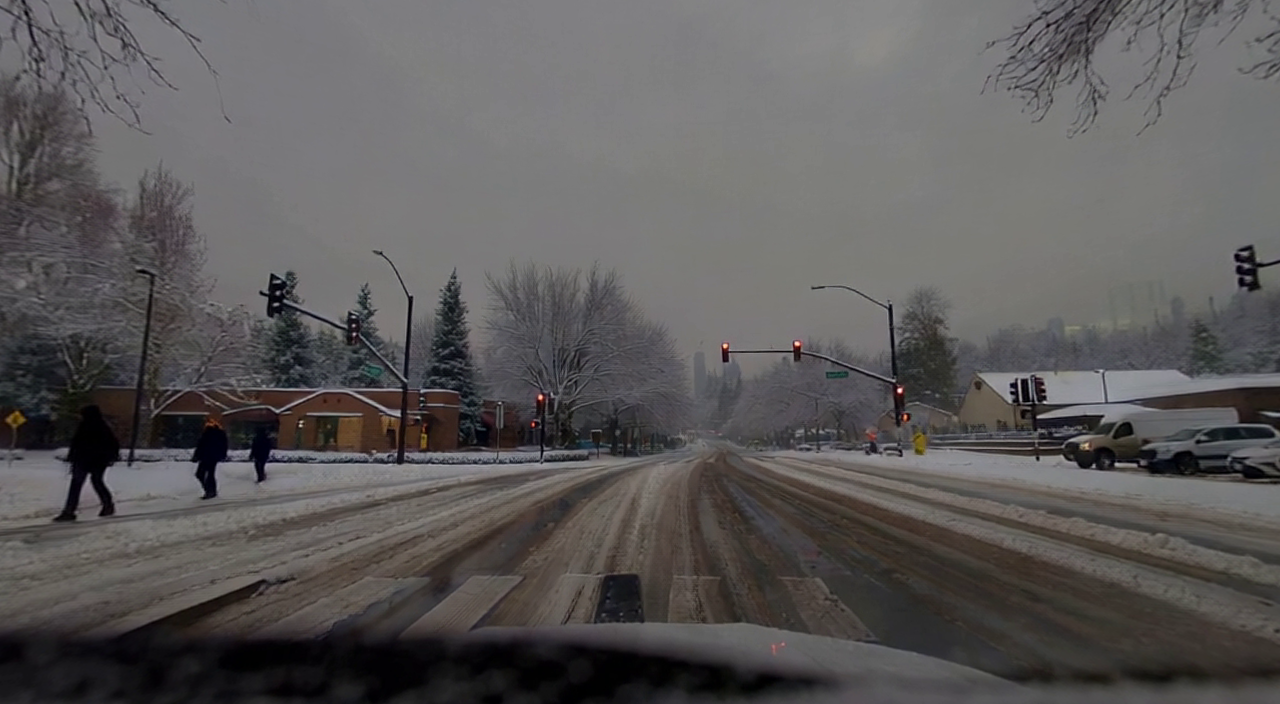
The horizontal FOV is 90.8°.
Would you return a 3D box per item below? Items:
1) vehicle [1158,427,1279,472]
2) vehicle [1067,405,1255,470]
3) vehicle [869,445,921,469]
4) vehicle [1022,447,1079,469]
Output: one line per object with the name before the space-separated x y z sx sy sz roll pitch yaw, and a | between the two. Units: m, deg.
vehicle | 21.114 3.361 21.736 4.740 1.464 1.876 -1 -9 3
vehicle | 22.939 3.818 28.103 5.855 2.746 2.523 -1 -9 3
vehicle | 17.503 7.183 43.532 1.789 1.557 4.293 0 -9 1
vehicle | 27.695 7.137 42.749 1.589 1.405 3.633 -1 -9 5
